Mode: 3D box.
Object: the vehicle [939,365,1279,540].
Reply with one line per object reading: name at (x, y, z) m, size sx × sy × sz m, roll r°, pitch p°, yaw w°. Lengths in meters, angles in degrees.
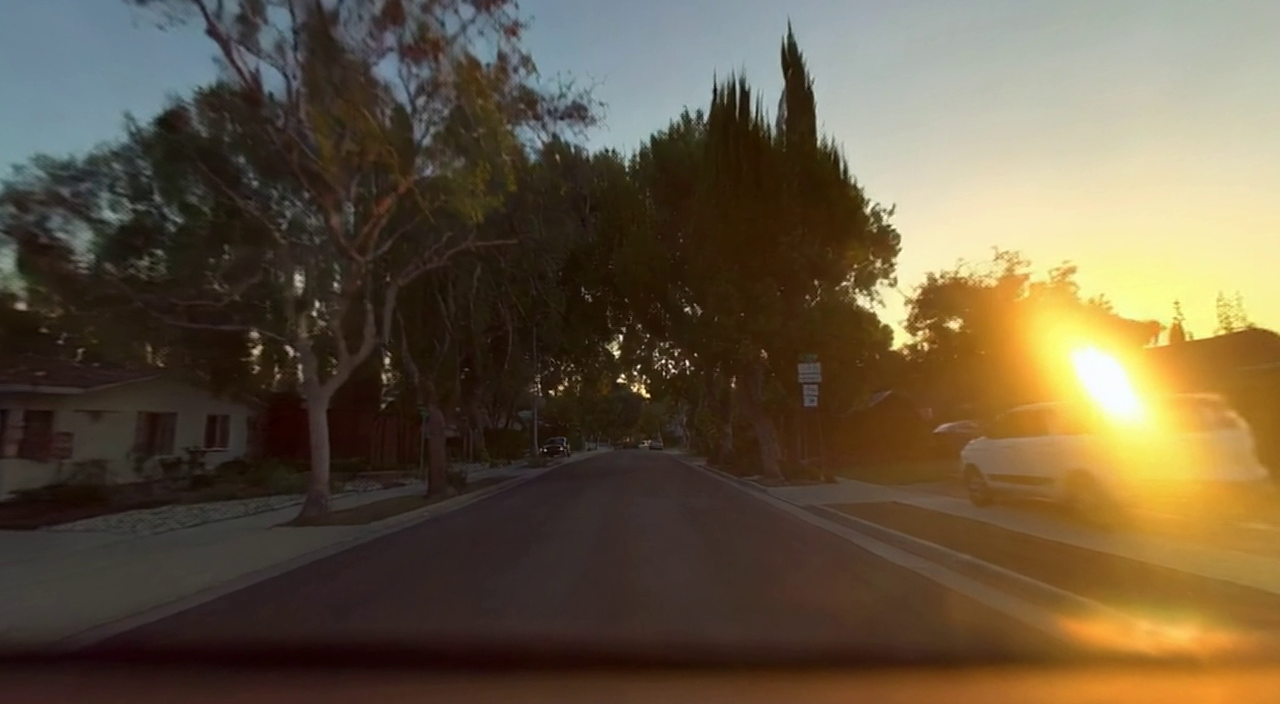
vehicle at (7.016, 1.468, 9.764) m, size 2.233 × 1.923 × 4.848 m, roll -3°, pitch -8°, yaw -1°
